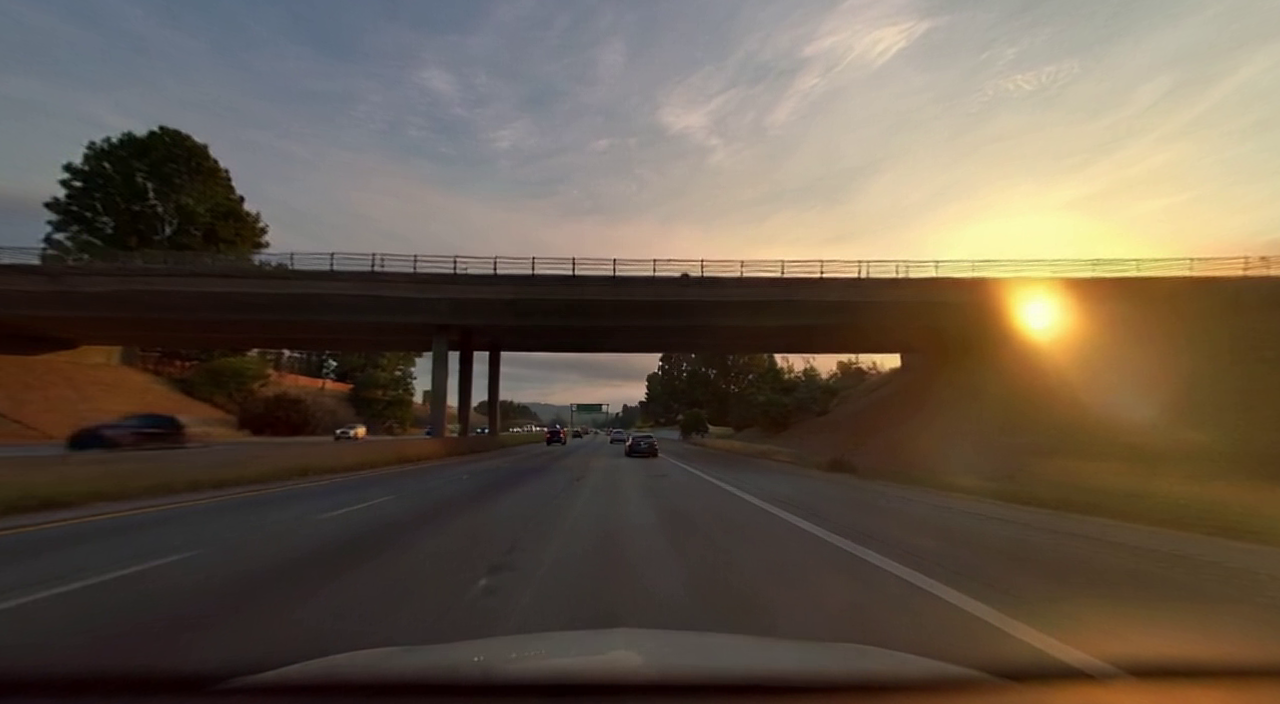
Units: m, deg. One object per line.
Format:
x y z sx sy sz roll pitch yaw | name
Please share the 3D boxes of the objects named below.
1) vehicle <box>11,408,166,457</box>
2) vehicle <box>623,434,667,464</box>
-16.760 2.497 19.345 1.622 1.361 3.497 1 -8 -2 | vehicle
0.184 4.762 31.041 1.999 1.329 3.913 1 -8 -2 | vehicle
